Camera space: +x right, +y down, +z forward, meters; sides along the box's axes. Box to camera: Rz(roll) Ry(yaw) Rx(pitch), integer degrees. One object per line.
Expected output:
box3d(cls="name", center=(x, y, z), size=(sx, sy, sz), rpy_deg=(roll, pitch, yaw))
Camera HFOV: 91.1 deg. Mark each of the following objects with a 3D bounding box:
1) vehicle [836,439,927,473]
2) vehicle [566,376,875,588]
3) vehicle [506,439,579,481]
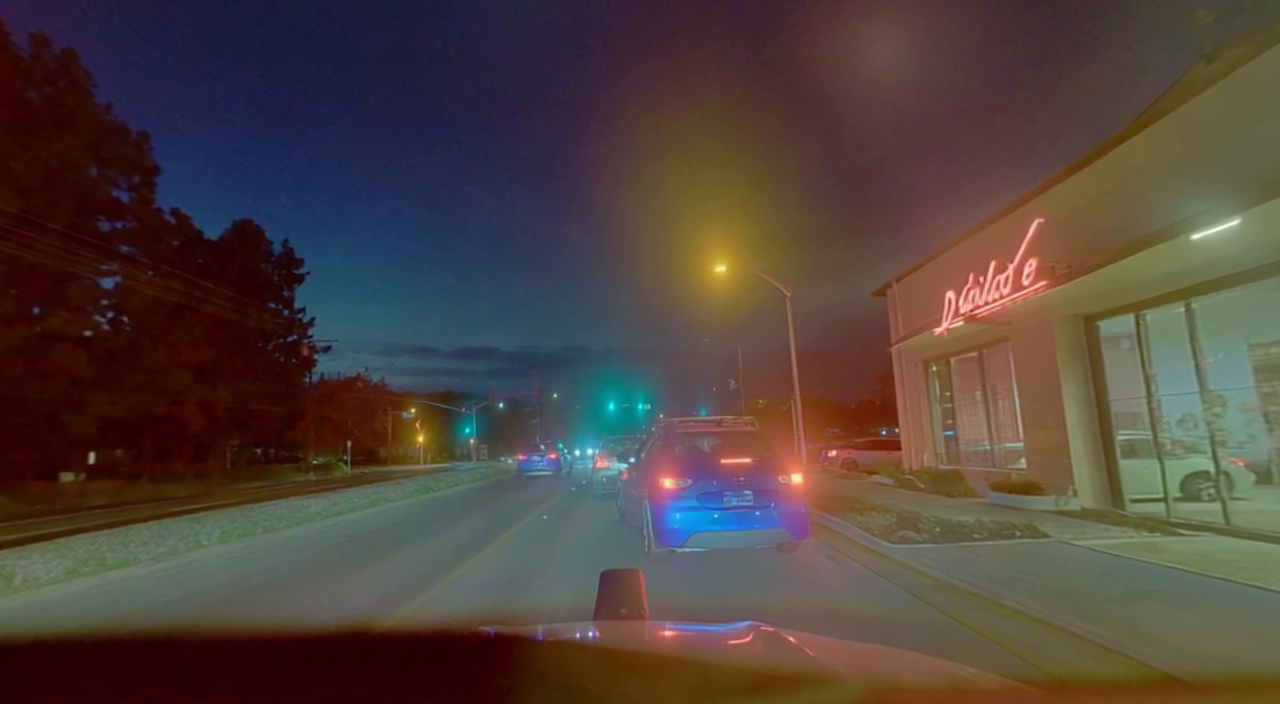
box3d(cls="vehicle", center=(12.130, 5.216, 31.598), size=(3.811, 1.557, 1.800), rpy_deg=(1, -9, -10))
box3d(cls="vehicle", center=(0.628, 1.568, 8.409), size=(2.052, 1.955, 4.642), rpy_deg=(3, -9, -21))
box3d(cls="vehicle", center=(-3.657, 4.162, 24.441), size=(2.026, 1.466, 4.282), rpy_deg=(0, -8, 2))
